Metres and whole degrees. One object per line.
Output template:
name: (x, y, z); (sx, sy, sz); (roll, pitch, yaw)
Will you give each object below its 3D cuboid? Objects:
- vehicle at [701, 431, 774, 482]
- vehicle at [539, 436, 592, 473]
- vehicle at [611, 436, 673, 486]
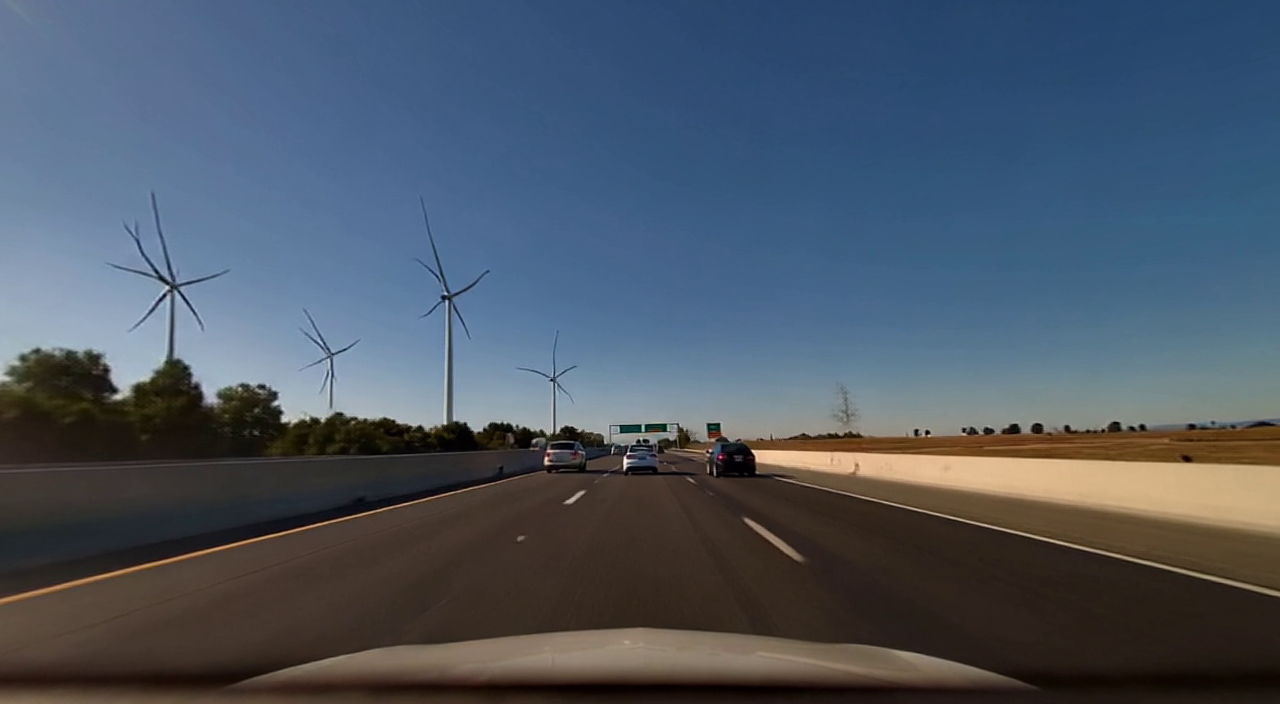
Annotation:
vehicle: (3.802, 4.195, 25.513); (2.104, 1.861, 4.956); (0, -9, -1)
vehicle: (-3.816, 5.397, 33.212); (2.131, 1.784, 4.635); (0, -9, 1)
vehicle: (0.051, 3.975, 23.211); (2.083, 1.653, 3.787); (0, -9, 0)
